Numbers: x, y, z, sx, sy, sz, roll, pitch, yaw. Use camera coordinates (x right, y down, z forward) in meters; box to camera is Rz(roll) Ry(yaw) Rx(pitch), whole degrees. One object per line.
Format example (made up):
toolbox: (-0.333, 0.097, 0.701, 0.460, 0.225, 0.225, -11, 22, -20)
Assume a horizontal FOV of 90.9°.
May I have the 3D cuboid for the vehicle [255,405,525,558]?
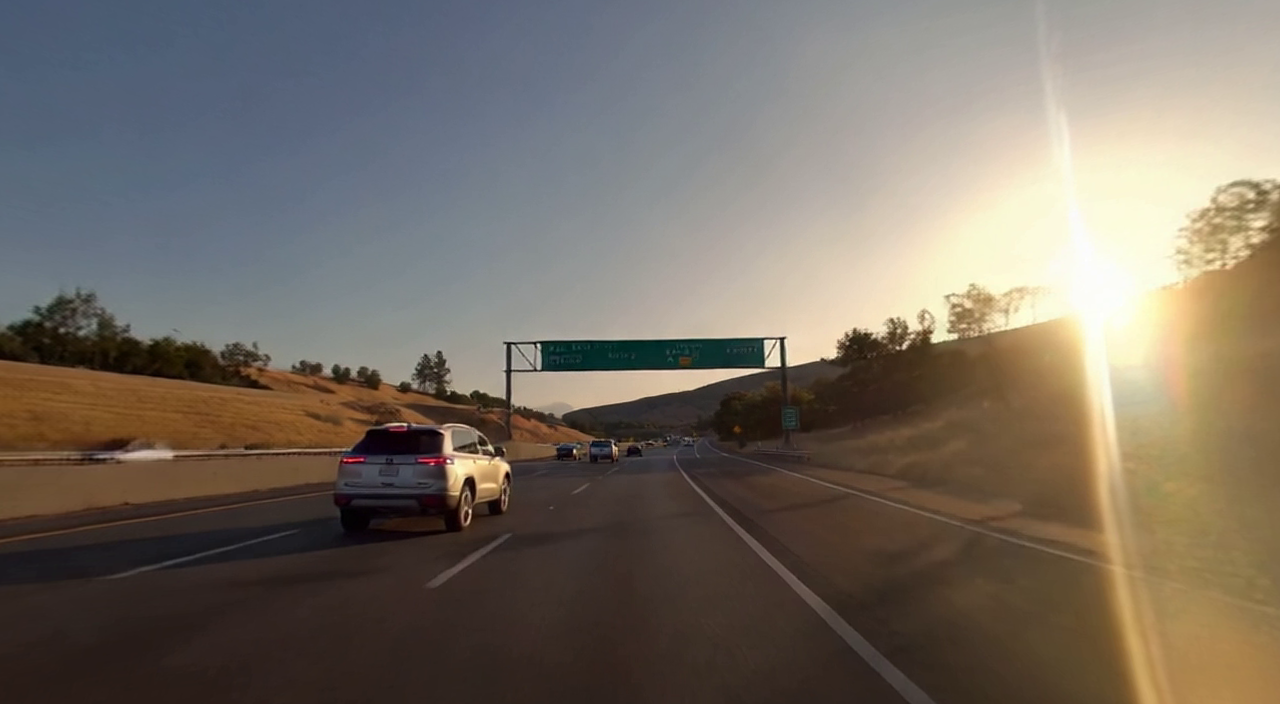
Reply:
vehicle: (-3.500, 1.950, 10.166, 2.218, 1.848, 4.789, 0, -9, 2)
